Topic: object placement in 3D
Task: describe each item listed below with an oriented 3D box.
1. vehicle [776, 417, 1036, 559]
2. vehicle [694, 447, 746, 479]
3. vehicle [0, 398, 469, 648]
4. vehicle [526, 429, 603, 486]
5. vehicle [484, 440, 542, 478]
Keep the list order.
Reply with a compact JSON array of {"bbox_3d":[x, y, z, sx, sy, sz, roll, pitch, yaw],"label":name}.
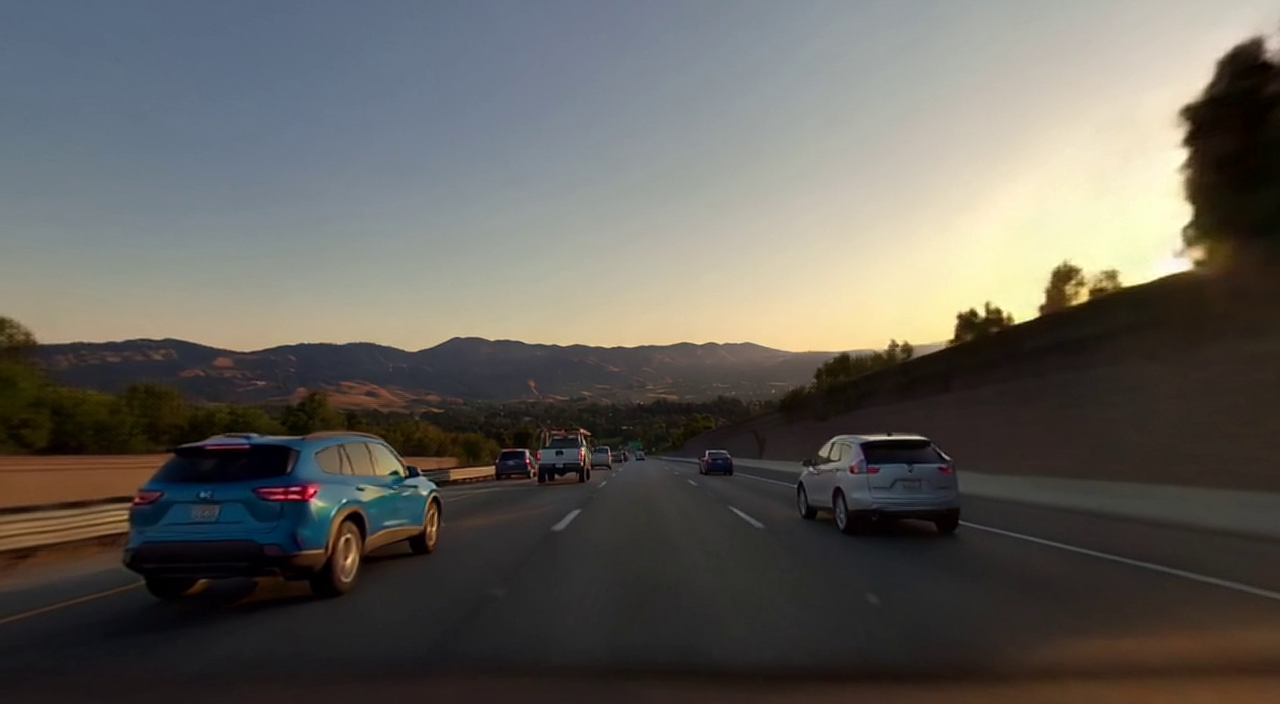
[{"bbox_3d":[3.732,2.008,10.009,2.066,1.696,4.604,0,-9,-1],"label":"vehicle"},{"bbox_3d":[4.173,5.879,33.619,2.071,1.570,4.637,0,-9,-1],"label":"vehicle"},{"bbox_3d":[-3.441,1.506,6.536,2.080,1.716,4.207,0,-9,1],"label":"vehicle"},{"bbox_3d":[-2.999,4.412,26.561,2.494,2.136,5.539,0,-9,1],"label":"vehicle"},{"bbox_3d":[-6.897,5.857,34.722,2.149,1.922,4.976,0,-9,0],"label":"vehicle"}]
